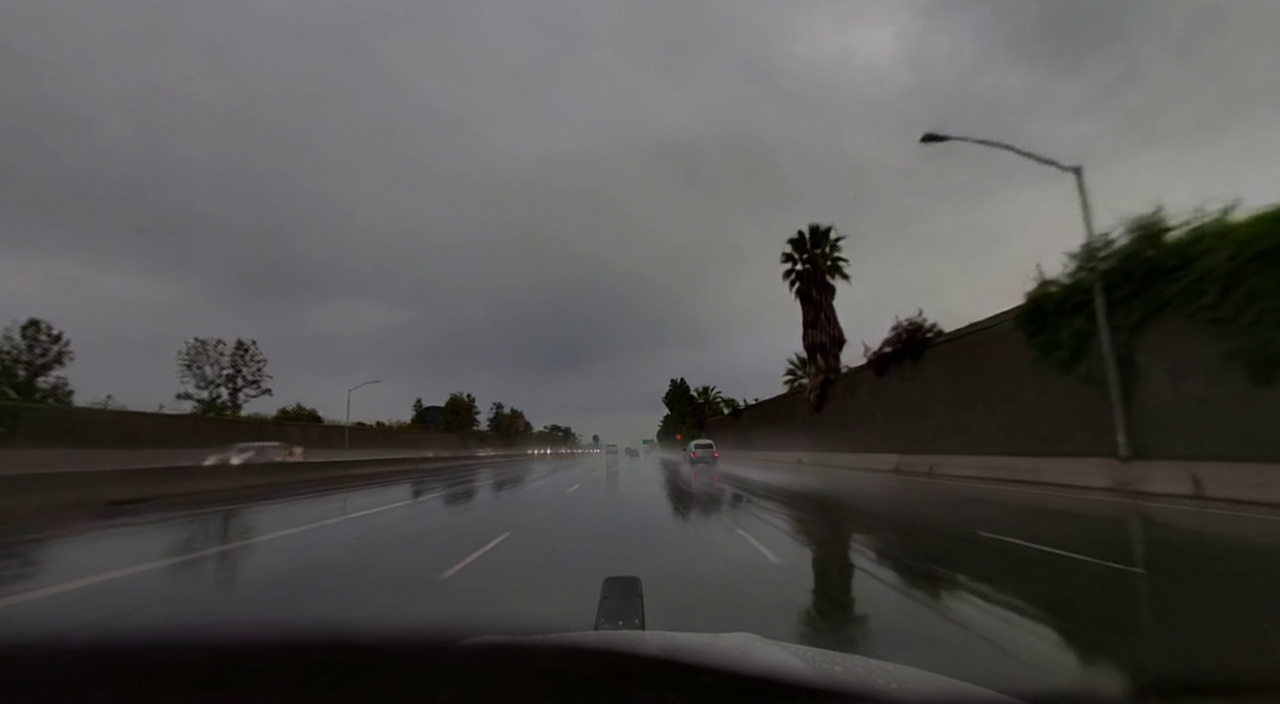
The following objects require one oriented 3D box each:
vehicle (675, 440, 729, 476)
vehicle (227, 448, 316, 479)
[{"bbox_3d":[3.029,5.299,31.907,2.130,1.677,4.317,0,-9,-2],"label":"vehicle"},{"bbox_3d":[-19.681,5.965,34.029,1.942,1.518,4.650,0,-9,0],"label":"vehicle"}]
